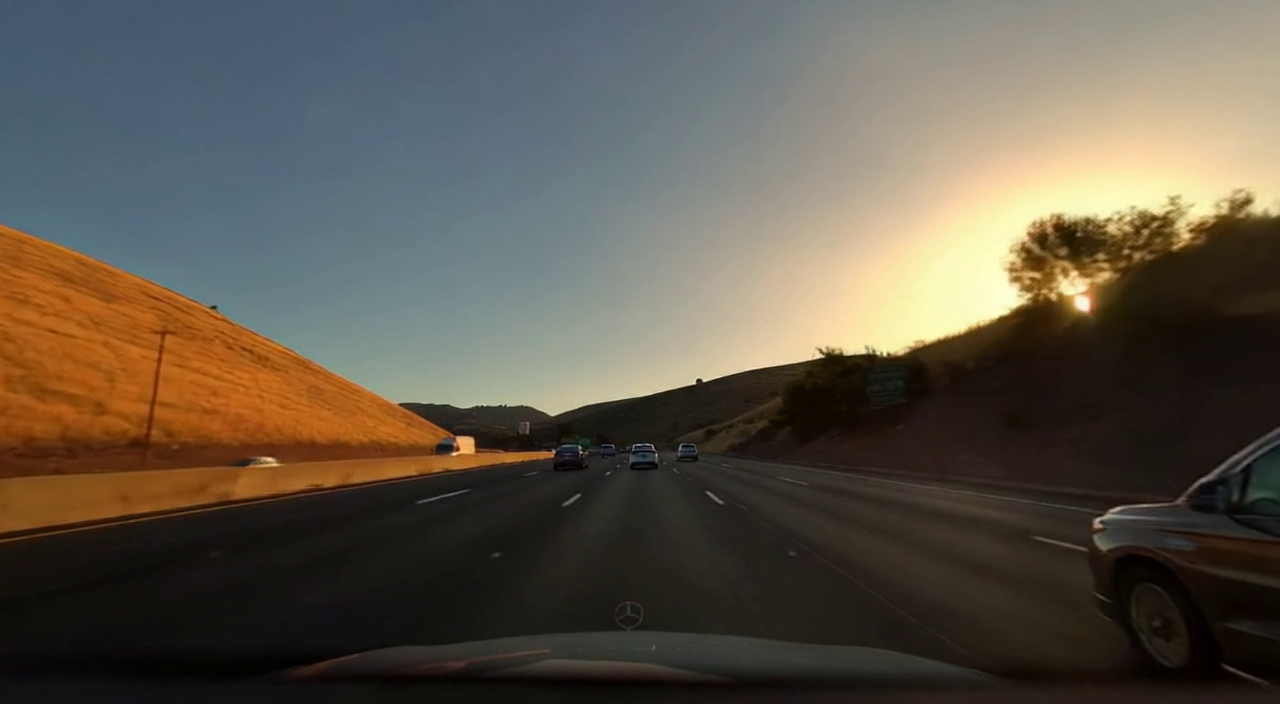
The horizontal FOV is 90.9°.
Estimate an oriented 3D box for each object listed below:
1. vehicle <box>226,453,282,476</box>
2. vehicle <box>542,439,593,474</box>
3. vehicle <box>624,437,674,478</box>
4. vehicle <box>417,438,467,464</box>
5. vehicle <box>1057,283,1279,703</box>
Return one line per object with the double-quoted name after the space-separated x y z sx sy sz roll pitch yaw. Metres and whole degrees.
-23.522 6.864 38.534 1.398 1.273 3.142 0 -8 1 "vehicle"
-3.639 5.343 32.425 2.076 1.690 4.113 0 -8 1 "vehicle"
0.390 4.707 28.417 2.086 1.685 4.206 0 -8 0 "vehicle"
-12.260 6.165 39.326 1.817 1.525 3.880 0 -8 1 "vehicle"
4.134 0.468 1.201 2.700 1.980 5.866 0 -8 1 "vehicle"
